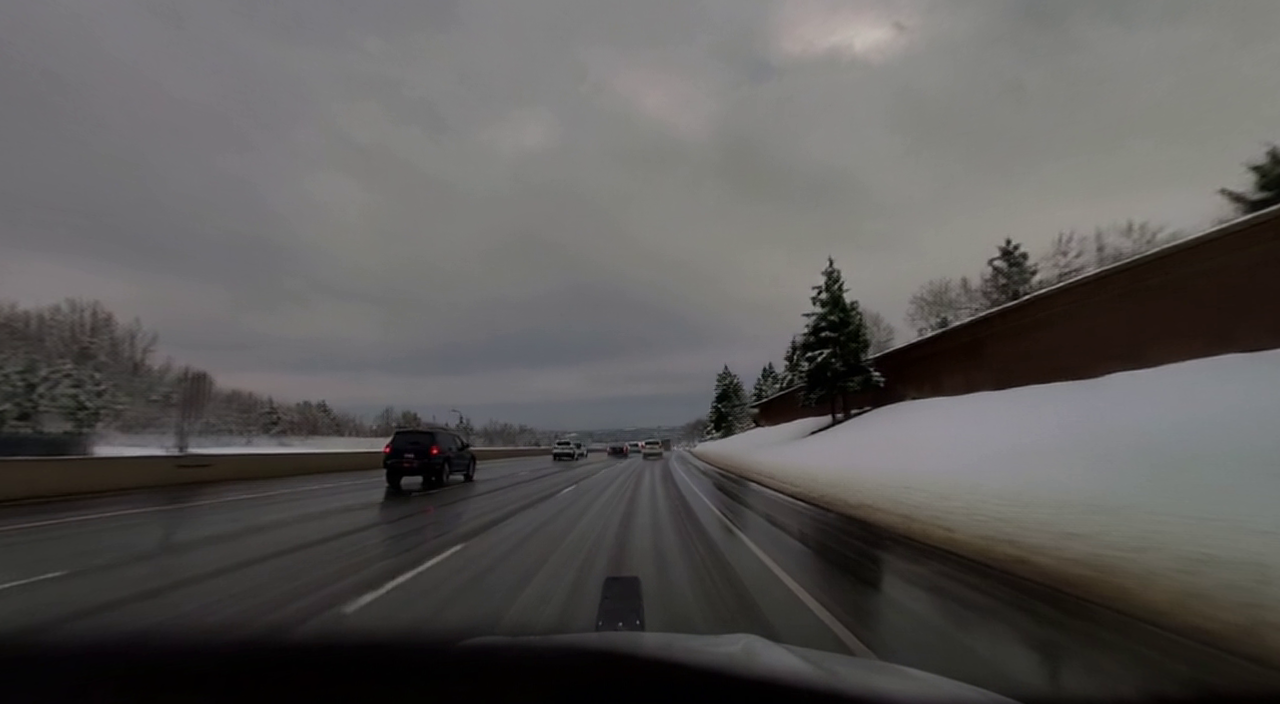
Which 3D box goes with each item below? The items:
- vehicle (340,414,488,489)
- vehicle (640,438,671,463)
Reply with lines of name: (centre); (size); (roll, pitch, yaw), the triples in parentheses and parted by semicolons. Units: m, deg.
vehicle: (-6.792, 3.103, 19.856); (2.438, 1.967, 5.596); (0, -8, 1)
vehicle: (1.143, 7.334, 47.021); (2.141, 1.706, 4.065); (0, -8, 1)
